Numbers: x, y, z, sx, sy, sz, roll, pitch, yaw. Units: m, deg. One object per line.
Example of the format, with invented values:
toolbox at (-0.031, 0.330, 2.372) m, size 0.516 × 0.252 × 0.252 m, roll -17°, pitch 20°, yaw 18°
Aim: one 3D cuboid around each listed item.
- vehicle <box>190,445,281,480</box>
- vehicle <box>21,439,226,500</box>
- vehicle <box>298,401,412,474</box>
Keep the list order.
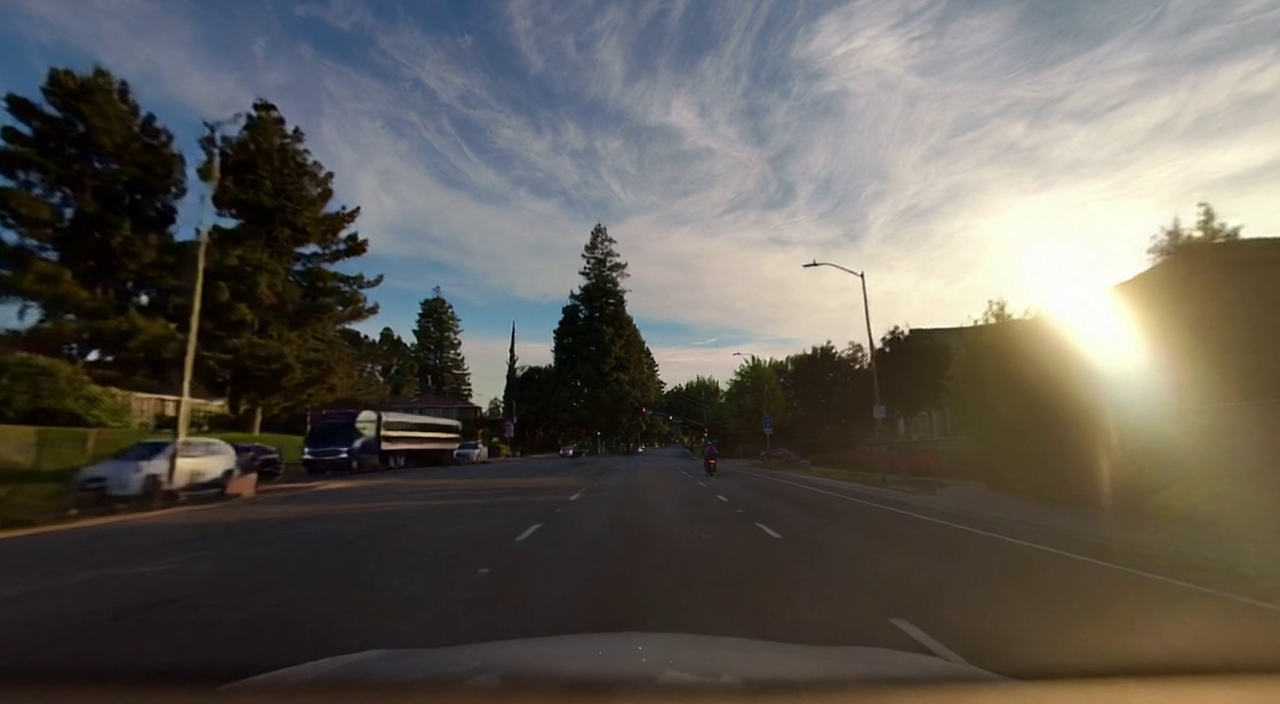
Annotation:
vehicle at (-20.810, 5.665, 32.680) m, size 1.844 × 1.679 × 4.318 m, roll 0°, pitch -8°, yaw 0°
vehicle at (-13.902, 3.143, 17.418) m, size 1.888 × 1.456 × 4.406 m, roll -1°, pitch -8°, yaw 1°
vehicle at (-17.098, 5.259, 38.588) m, size 3.027 × 3.971 × 8.006 m, roll 0°, pitch -8°, yaw 1°
